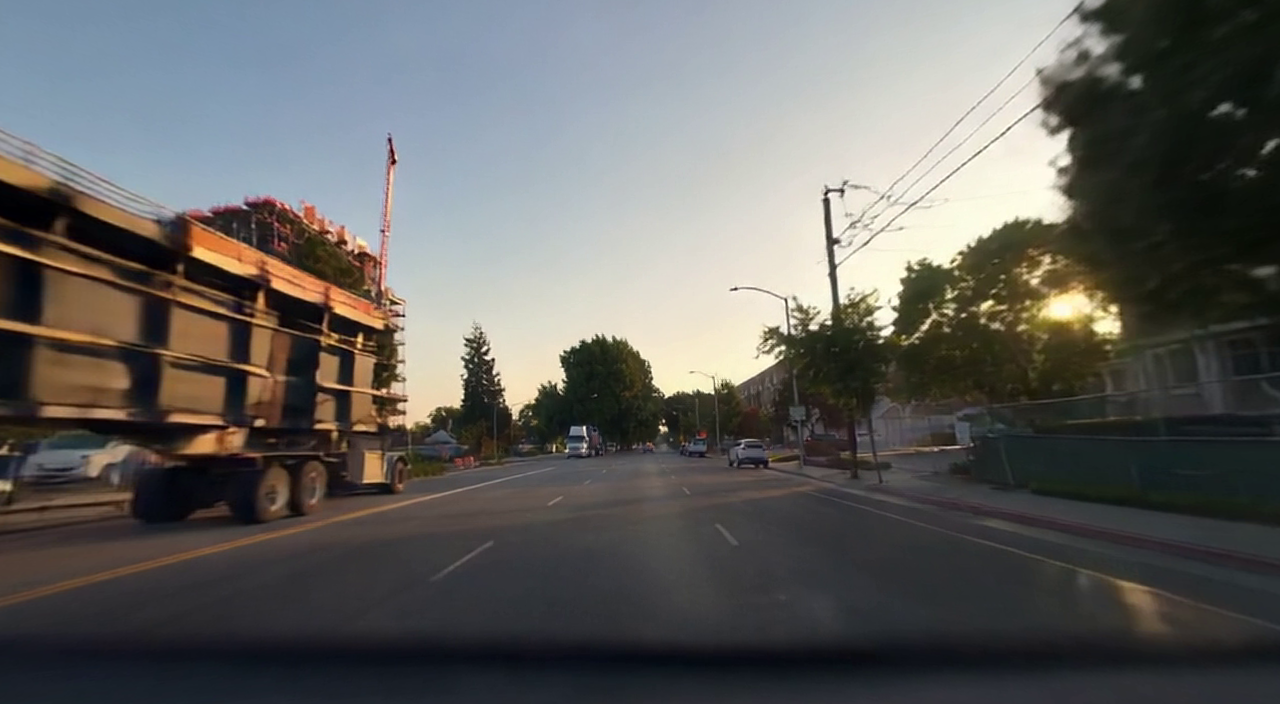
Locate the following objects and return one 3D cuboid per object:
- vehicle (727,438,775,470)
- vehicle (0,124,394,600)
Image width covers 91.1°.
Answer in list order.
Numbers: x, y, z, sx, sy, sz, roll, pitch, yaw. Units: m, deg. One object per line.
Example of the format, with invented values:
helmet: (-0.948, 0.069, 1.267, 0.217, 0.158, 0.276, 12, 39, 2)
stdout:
vehicle: (6.982, 6.477, 39.970, 2.169, 1.880, 4.849, 0, -9, 0)
vehicle: (-7.171, 0.361, 7.525, 2.815, 4.259, 13.345, 0, -8, 1)
